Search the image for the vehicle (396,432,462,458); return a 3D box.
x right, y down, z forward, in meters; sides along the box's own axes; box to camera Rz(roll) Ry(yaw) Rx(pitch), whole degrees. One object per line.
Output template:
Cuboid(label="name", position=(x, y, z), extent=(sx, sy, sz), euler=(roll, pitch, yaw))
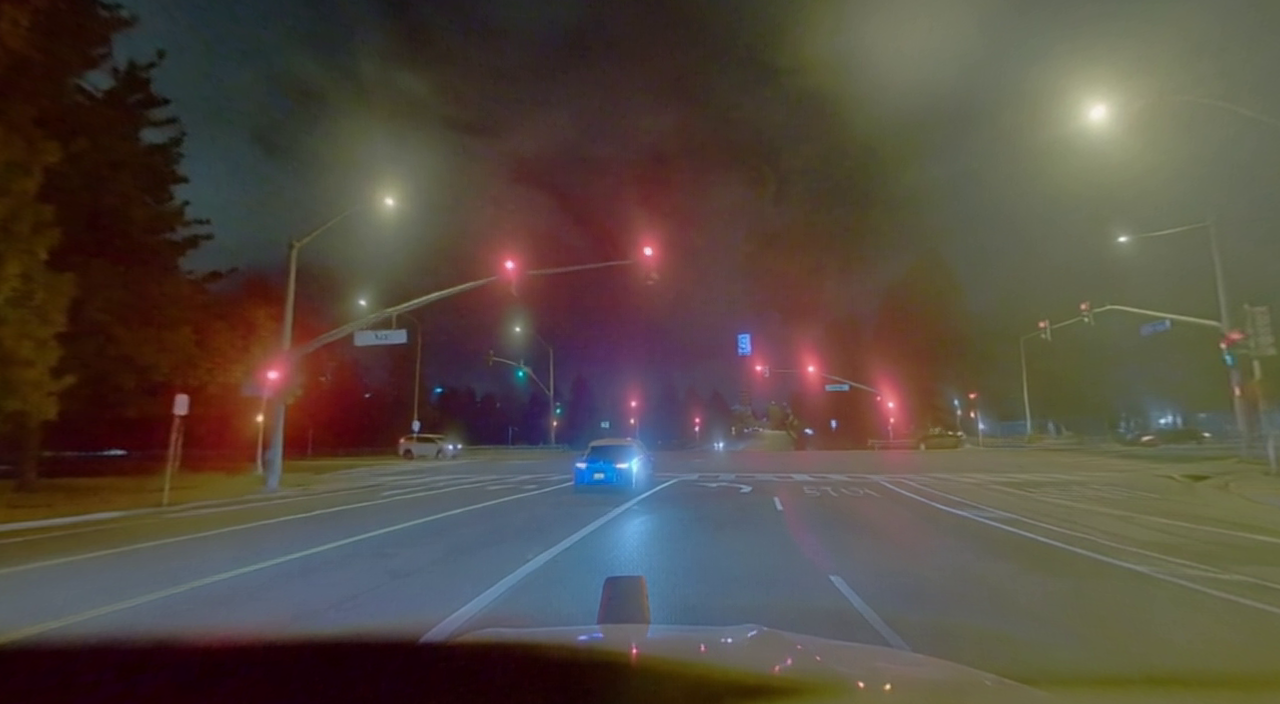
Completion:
Cuboid(label="vehicle", position=(-14.474, 6.383, 43.384), extent=(3.952, 1.568, 1.788), euler=(-4, -7, 12))

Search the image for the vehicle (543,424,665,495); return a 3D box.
Cuboid(label="vehicle", position=(-0.758, 2.723, 16.269), extent=(2.055, 1.573, 4.065), euler=(-2, -9, 13))

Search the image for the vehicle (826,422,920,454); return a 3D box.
Cuboid(label="vehicle", position=(12.287, 4.593, 33.528), extent=(4.406, 1.661, 1.857), euler=(-2, -9, 14))
